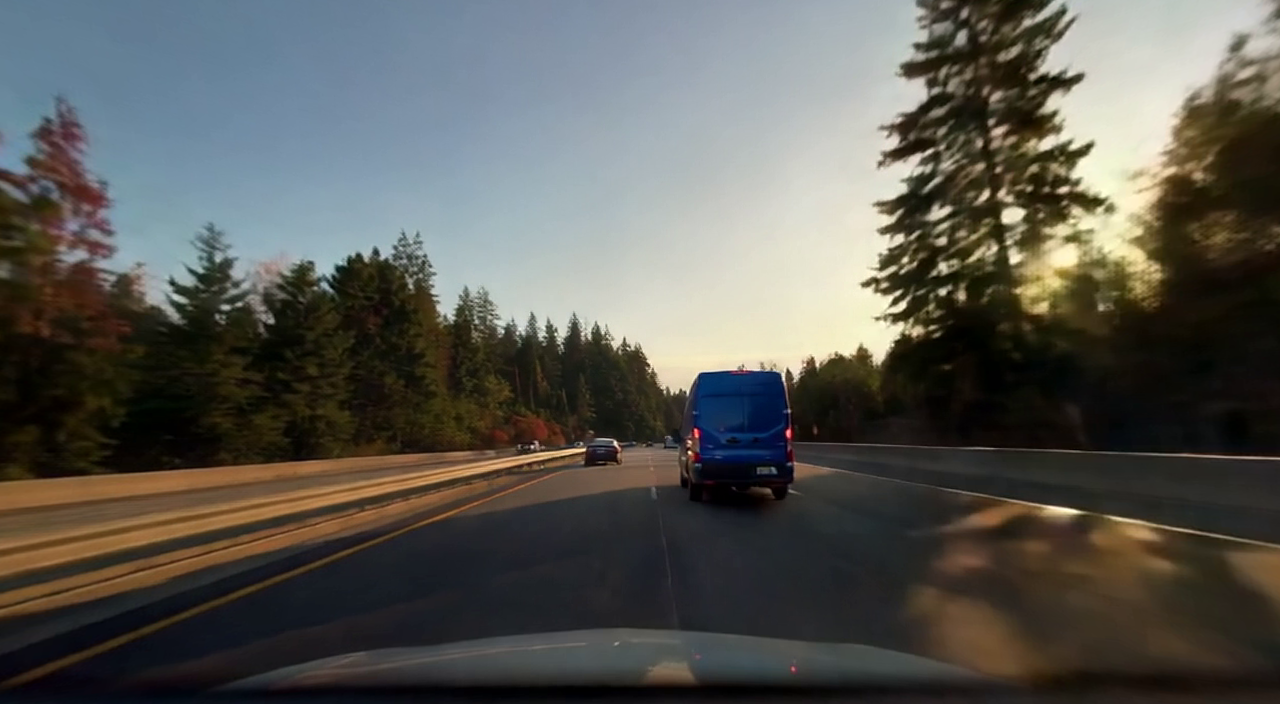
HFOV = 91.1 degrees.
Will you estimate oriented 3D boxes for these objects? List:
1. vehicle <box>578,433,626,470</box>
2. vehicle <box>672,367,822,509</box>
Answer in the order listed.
[{"bbox_3d":[-1.627,4.454,28.352,1.900,1.524,4.324,0,-8,0],"label":"vehicle"},{"bbox_3d":[2.128,2.053,15.164,2.416,2.595,7.243,0,-8,1],"label":"vehicle"}]
